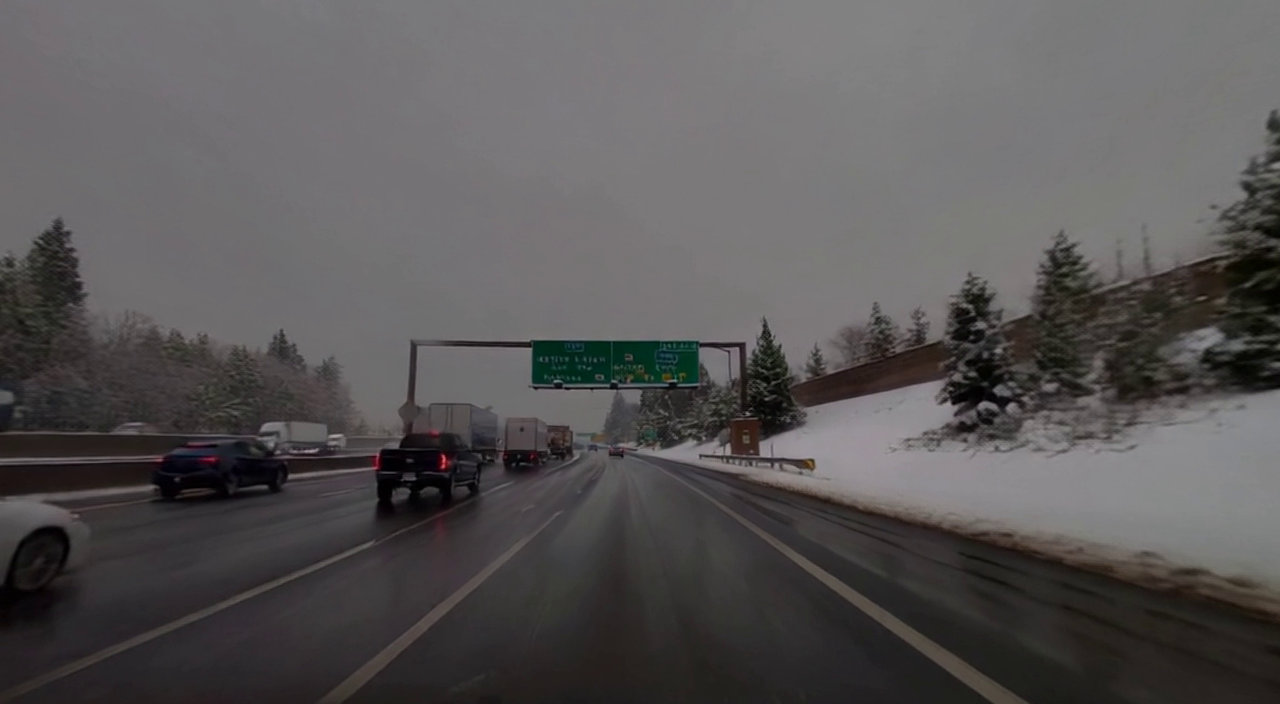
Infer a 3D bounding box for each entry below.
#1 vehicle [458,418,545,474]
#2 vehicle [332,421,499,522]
[{"bbox_3d":[-7.827,5.658,38.057,3.270,2.674,14.547,0,-8,-5],"label":"vehicle"},{"bbox_3d":[-4.612,2.538,14.054,2.093,1.785,5.303,0,-8,-4],"label":"vehicle"}]
